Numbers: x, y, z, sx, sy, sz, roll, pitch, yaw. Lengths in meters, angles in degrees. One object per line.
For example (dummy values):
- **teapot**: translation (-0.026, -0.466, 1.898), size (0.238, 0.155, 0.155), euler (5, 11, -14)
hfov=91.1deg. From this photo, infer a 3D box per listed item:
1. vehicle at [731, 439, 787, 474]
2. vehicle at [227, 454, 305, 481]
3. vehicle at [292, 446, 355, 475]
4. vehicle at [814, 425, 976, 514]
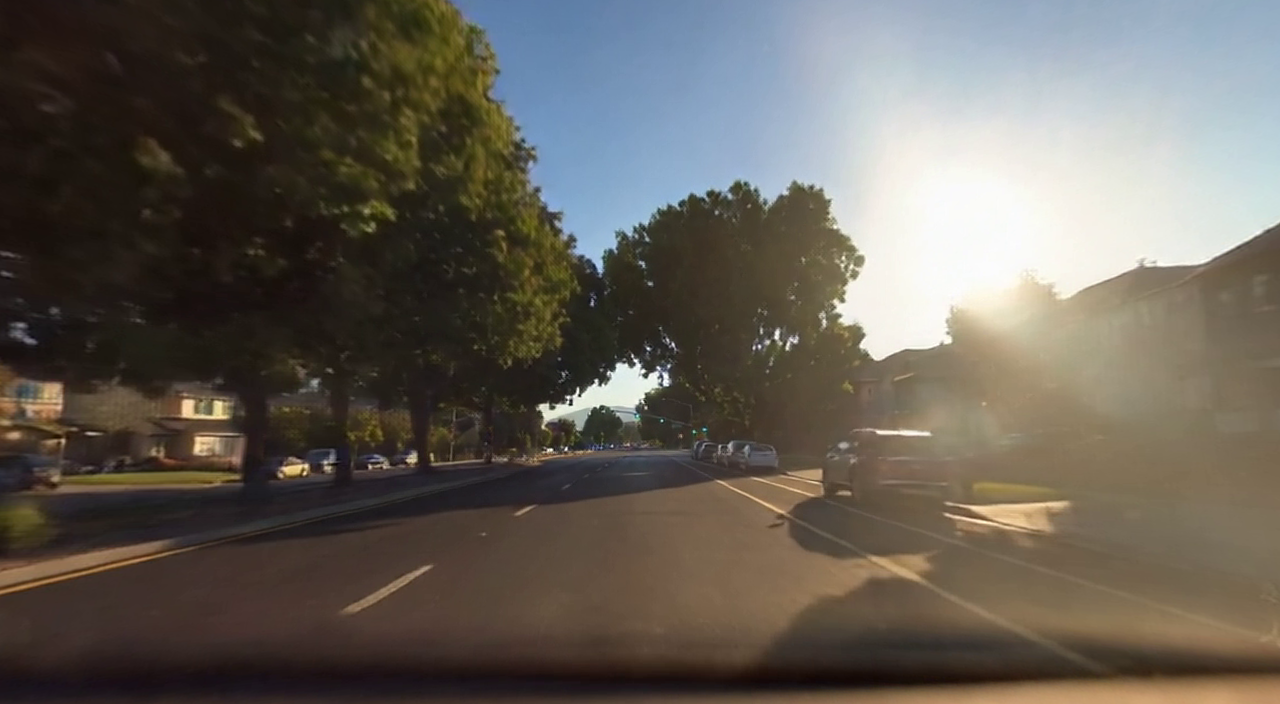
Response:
- **vehicle**: translation (6.058, 5.355, 32.450), size (1.918, 1.662, 4.393), euler (0, -9, -2)
- **vehicle**: translation (-22.171, 6.827, 37.415), size (1.883, 1.450, 4.659), euler (0, -8, -2)
- **vehicle**: translation (-22.048, 7.561, 43.992), size (2.001, 1.839, 4.669), euler (0, -8, 0)
- **vehicle**: translation (5.924, 2.767, 15.323), size (2.004, 1.816, 4.585), euler (0, -8, 0)
